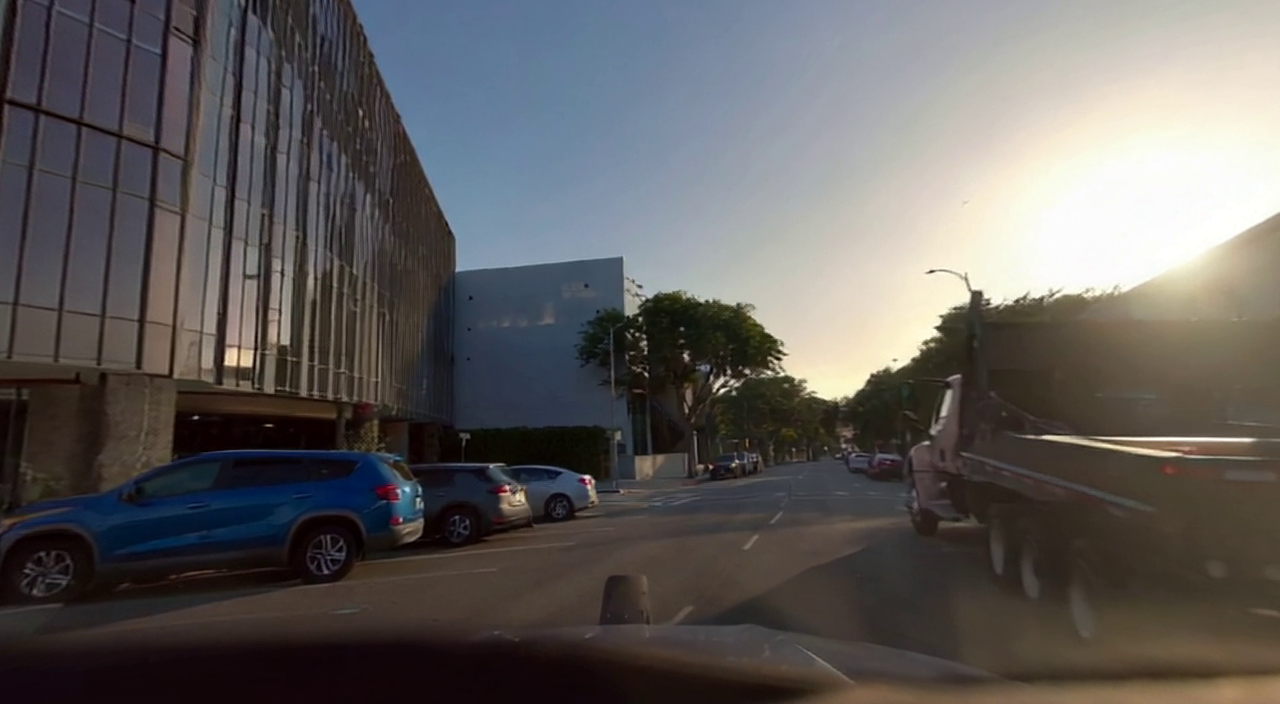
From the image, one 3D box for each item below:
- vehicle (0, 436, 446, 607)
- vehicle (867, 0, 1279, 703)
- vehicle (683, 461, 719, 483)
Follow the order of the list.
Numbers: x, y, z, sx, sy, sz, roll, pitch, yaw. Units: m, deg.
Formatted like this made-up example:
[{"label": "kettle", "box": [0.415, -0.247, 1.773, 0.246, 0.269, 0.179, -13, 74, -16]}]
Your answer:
[{"label": "vehicle", "box": [-5.599, 2.177, 9.012, 5.022, 1.872, 2.137, 4, -10, -27]}, {"label": "vehicle", "box": [5.149, 0.660, 8.866, 3.320, 4.034, 11.553, -3, -9, 19]}, {"label": "vehicle", "box": [4.660, 9.075, 47.717, 1.798, 1.459, 4.306, -3, -9, 17]}]
